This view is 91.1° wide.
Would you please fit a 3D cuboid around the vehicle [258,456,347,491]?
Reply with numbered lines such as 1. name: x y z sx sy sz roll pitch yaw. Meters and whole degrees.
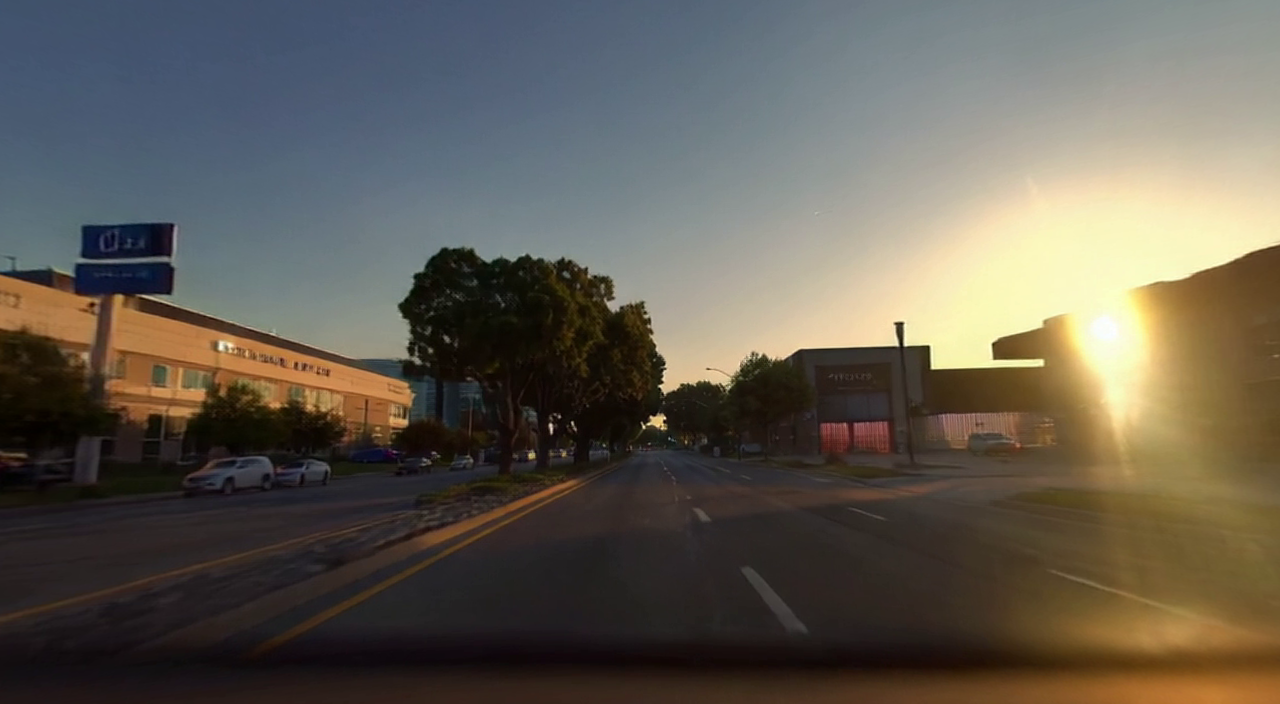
1. vehicle: -18.826 6.778 35.309 1.959 1.535 5.081 0 -7 3

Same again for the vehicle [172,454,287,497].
1. vehicle: -19.135 5.747 29.598 2.029 1.785 4.694 0 -9 3
